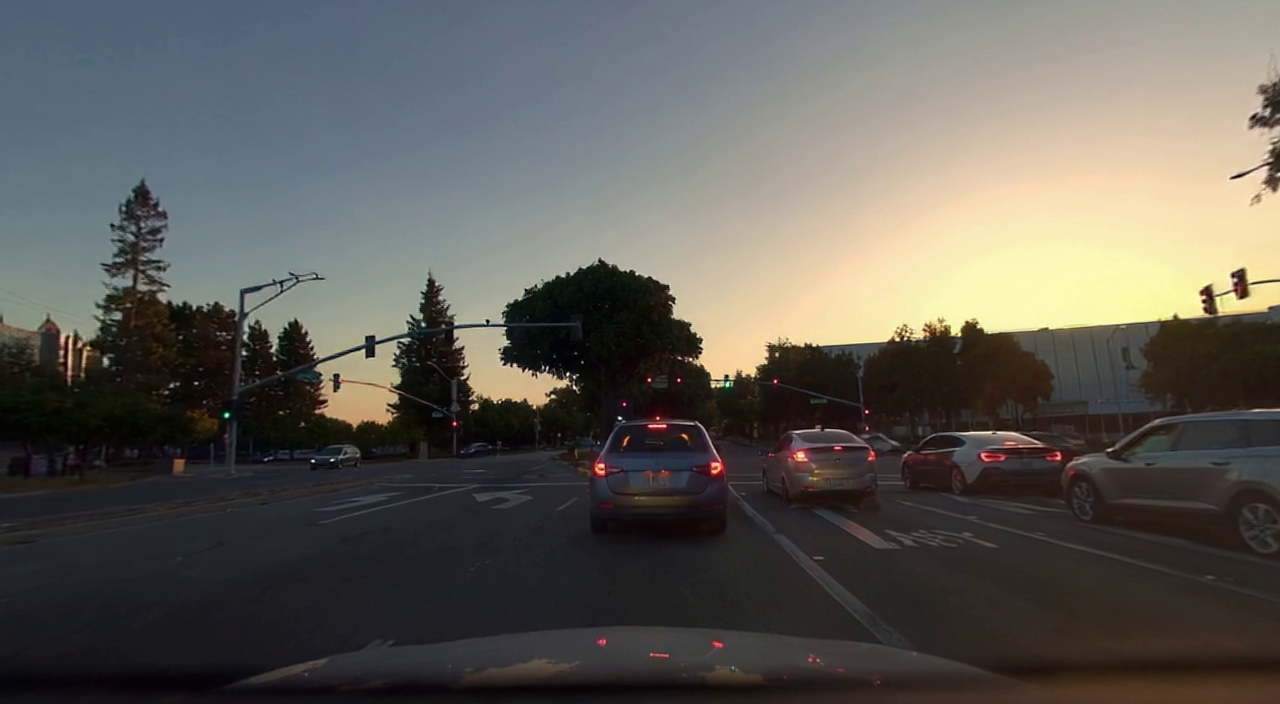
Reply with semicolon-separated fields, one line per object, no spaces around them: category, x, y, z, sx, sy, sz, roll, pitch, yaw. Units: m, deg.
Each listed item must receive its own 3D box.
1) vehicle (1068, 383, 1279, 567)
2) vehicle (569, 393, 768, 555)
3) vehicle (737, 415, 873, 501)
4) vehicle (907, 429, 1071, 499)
vehicle;7.380;1.339;7.075;2.074;1.791;4.393;0;-9;1
vehicle;0.286;1.670;9.210;2.211;1.795;4.179;0;-9;-1
vehicle;3.794;2.568;15.534;2.188;1.774;4.646;-1;-9;2
vehicle;8.333;2.706;15.622;1.862;1.471;4.297;-1;-9;4
